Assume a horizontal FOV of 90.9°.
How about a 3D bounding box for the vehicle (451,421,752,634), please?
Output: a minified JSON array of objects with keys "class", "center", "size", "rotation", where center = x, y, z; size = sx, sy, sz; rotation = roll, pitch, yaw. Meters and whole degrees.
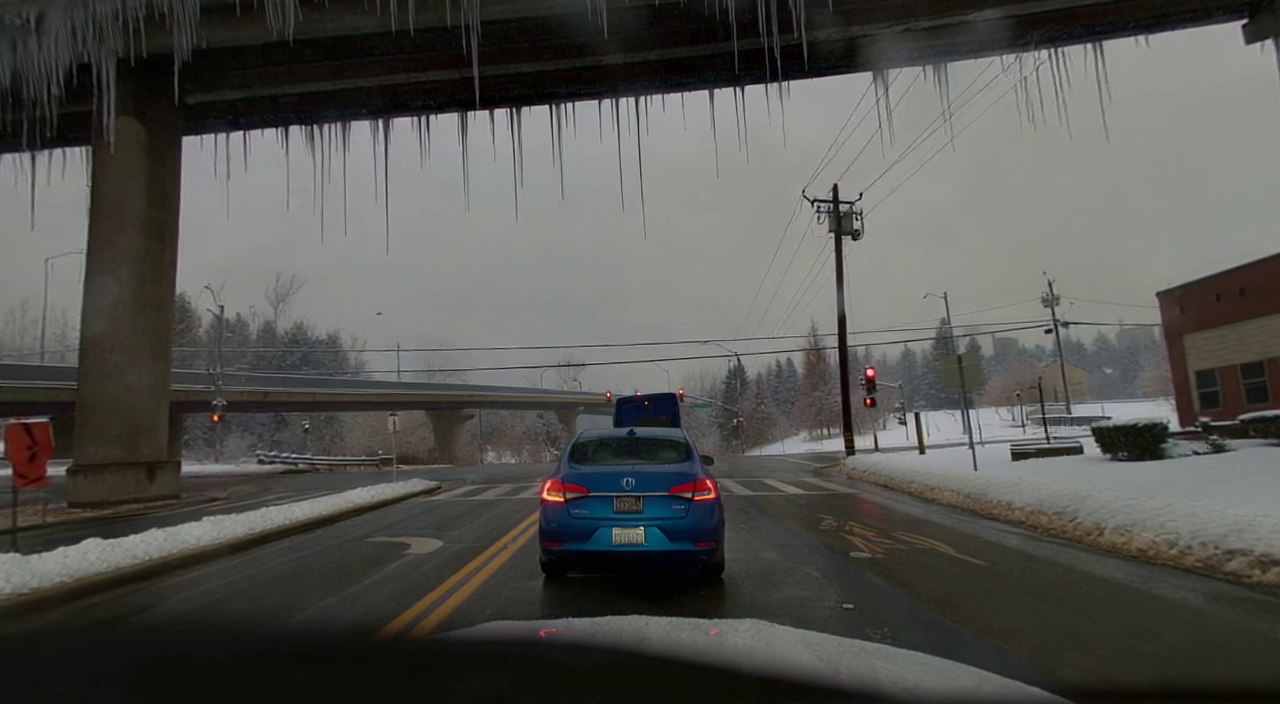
[{"class":"vehicle","center":[-0.235,1.531,6.471],"size":[2.090,1.458,4.033],"rotation":[-1,-9,1]}]
